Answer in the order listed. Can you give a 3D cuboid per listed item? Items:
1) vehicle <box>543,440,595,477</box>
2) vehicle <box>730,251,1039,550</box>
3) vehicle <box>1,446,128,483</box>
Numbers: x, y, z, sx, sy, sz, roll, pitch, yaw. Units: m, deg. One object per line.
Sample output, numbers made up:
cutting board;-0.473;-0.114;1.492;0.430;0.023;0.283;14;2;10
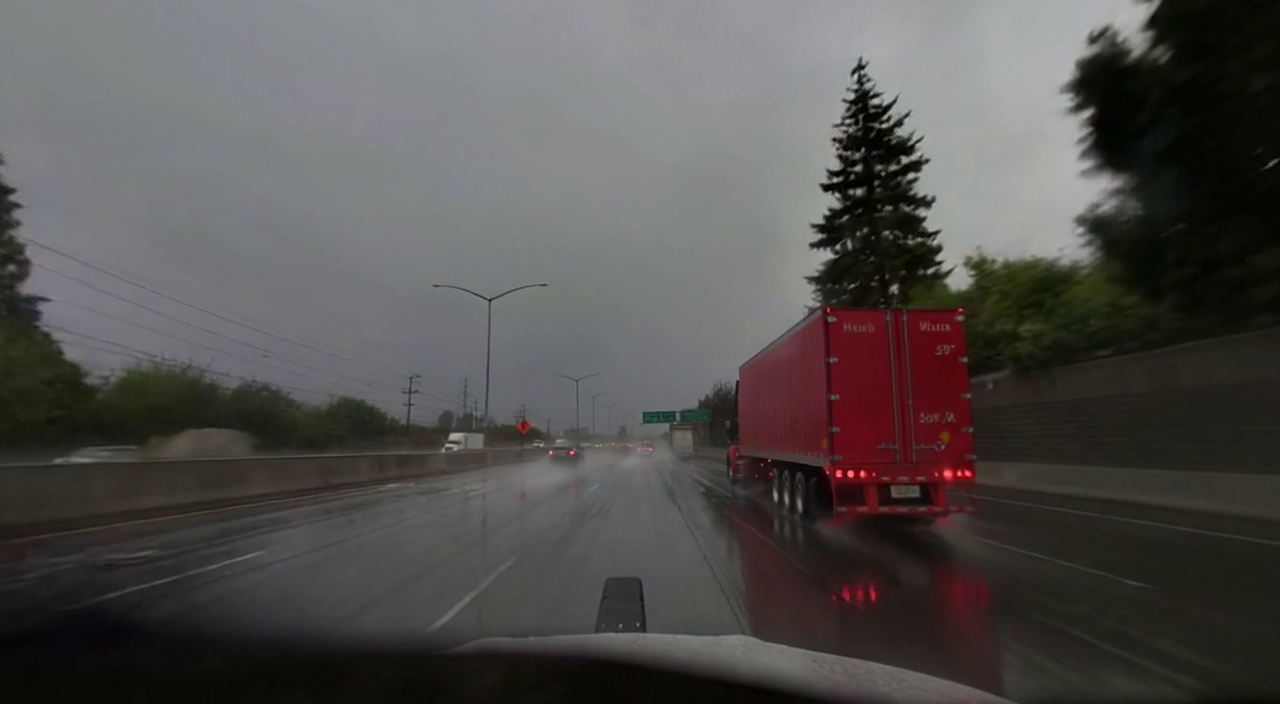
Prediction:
vehicle;-3.367;5.145;30.556;2.000;1.658;4.155;0;-9;1
vehicle;3.743;1.122;12.109;3.042;4.037;7.253;0;-9;1
vehicle;-24.950;4.857;27.502;1.858;1.516;3.827;0;-9;1
